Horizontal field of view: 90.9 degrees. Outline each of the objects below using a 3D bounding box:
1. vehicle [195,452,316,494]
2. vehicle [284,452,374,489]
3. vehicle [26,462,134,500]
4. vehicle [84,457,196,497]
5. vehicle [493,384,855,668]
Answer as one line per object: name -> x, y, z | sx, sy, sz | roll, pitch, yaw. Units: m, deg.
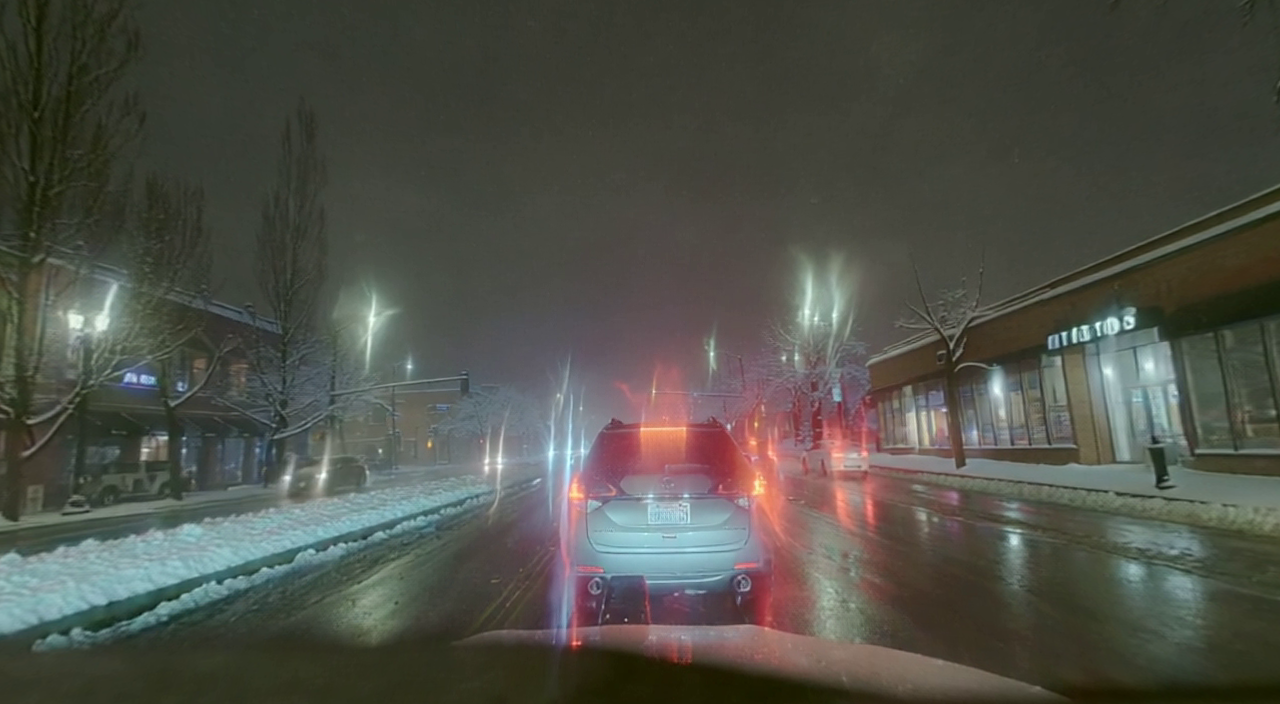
vehicle -> -17.714, 5.561, 29.329 | 1.981, 1.659, 4.608 | -5, -9, 16
vehicle -> -13.851, 5.282, 28.360 | 1.991, 1.486, 3.844 | -1, -8, 2
vehicle -> -28.656, 6.610, 32.445 | 2.018, 1.716, 4.042 | -1, -10, -5
vehicle -> -25.842, 6.416, 32.847 | 2.026, 1.808, 4.835 | 0, -8, -2
vehicle -> 0.203, 1.310, 5.738 | 2.125, 1.669, 3.880 | 0, -8, 0
